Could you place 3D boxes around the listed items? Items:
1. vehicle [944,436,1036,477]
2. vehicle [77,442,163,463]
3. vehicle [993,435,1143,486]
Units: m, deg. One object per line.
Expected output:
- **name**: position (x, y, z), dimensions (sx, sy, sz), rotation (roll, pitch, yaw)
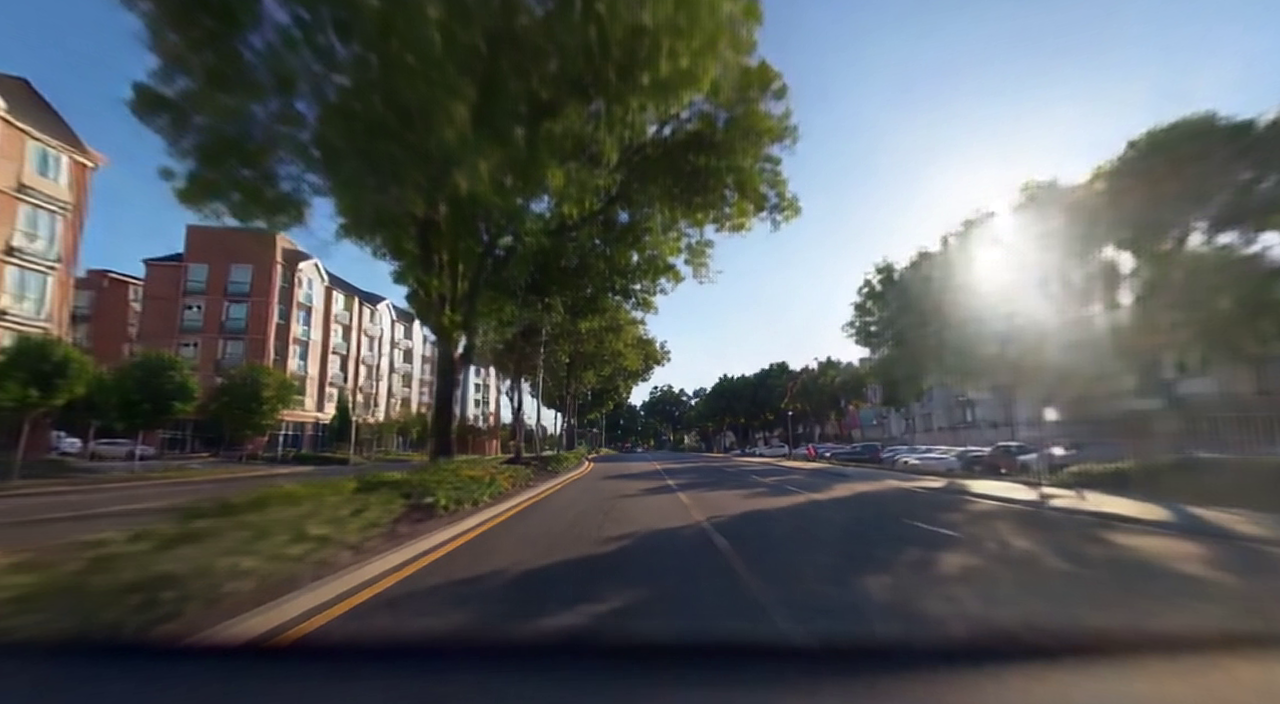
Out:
- **vehicle**: position (15.971, 4.778, 29.110), dimensions (1.950, 1.704, 4.518), rotation (-1, -9, 5)
- **vehicle**: position (-37.183, 7.179, 45.256), dimensions (4.369, 1.465, 1.900), rotation (1, -9, -5)
- **vehicle**: position (15.586, 3.956, 23.408), dimensions (2.006, 1.683, 4.643), rotation (0, -9, -4)
